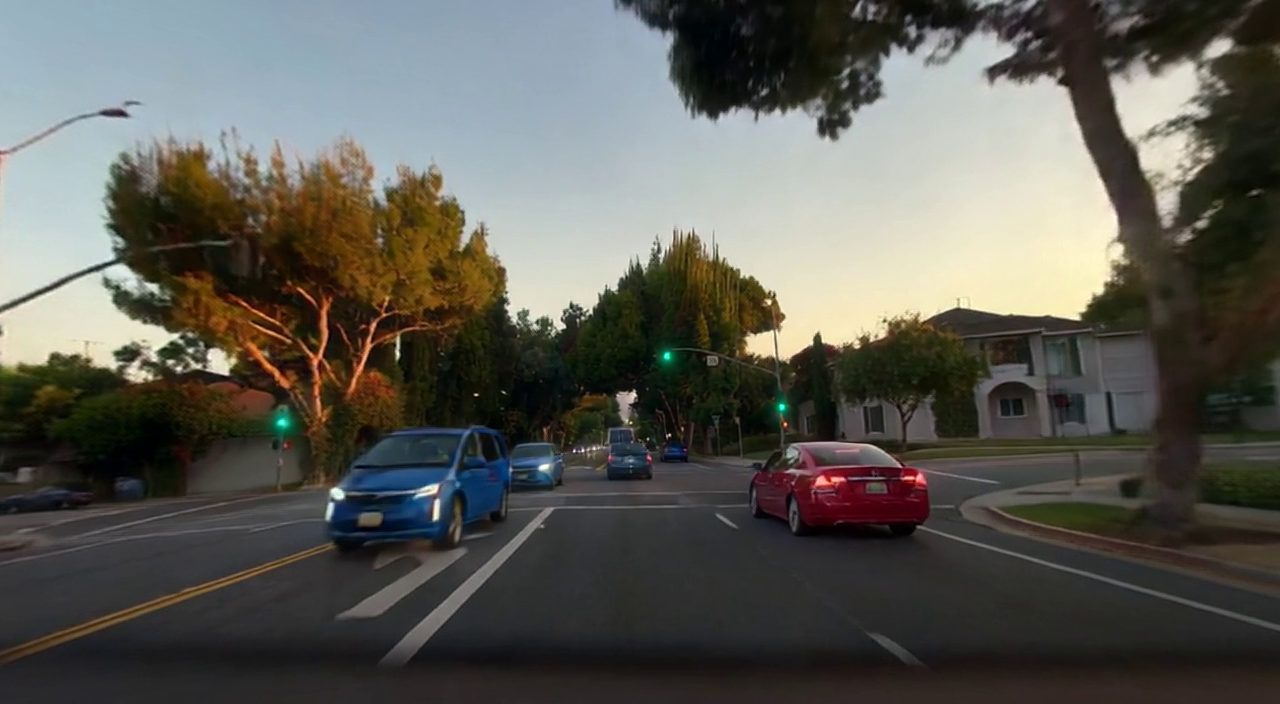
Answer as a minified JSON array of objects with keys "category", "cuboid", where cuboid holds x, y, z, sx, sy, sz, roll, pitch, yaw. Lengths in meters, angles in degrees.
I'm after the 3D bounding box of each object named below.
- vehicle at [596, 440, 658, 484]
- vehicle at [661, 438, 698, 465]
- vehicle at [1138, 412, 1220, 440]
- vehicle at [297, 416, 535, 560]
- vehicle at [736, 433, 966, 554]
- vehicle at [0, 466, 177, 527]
[{"category":"vehicle","cuboid":[-0.514,4.037,23.523,2.114,1.483,4.207,0,-8,-2]},{"category":"vehicle","cuboid":[2.840,7.285,46.390,2.187,1.847,4.553,0,-8,-3]},{"category":"vehicle","cuboid":[33.462,4.667,39.360,1.891,1.644,3.671,0,-8,1]},{"category":"vehicle","cuboid":[-3.189,2.063,10.538,2.083,1.741,5.530,0,-8,-2]},{"category":"vehicle","cuboid":[2.898,2.036,9.908,1.973,1.447,4.402,0,-8,-2]},{"category":"vehicle","cuboid":[-18.149,4.595,20.469,4.918,1.698,2.184,-2,-8,11]}]
